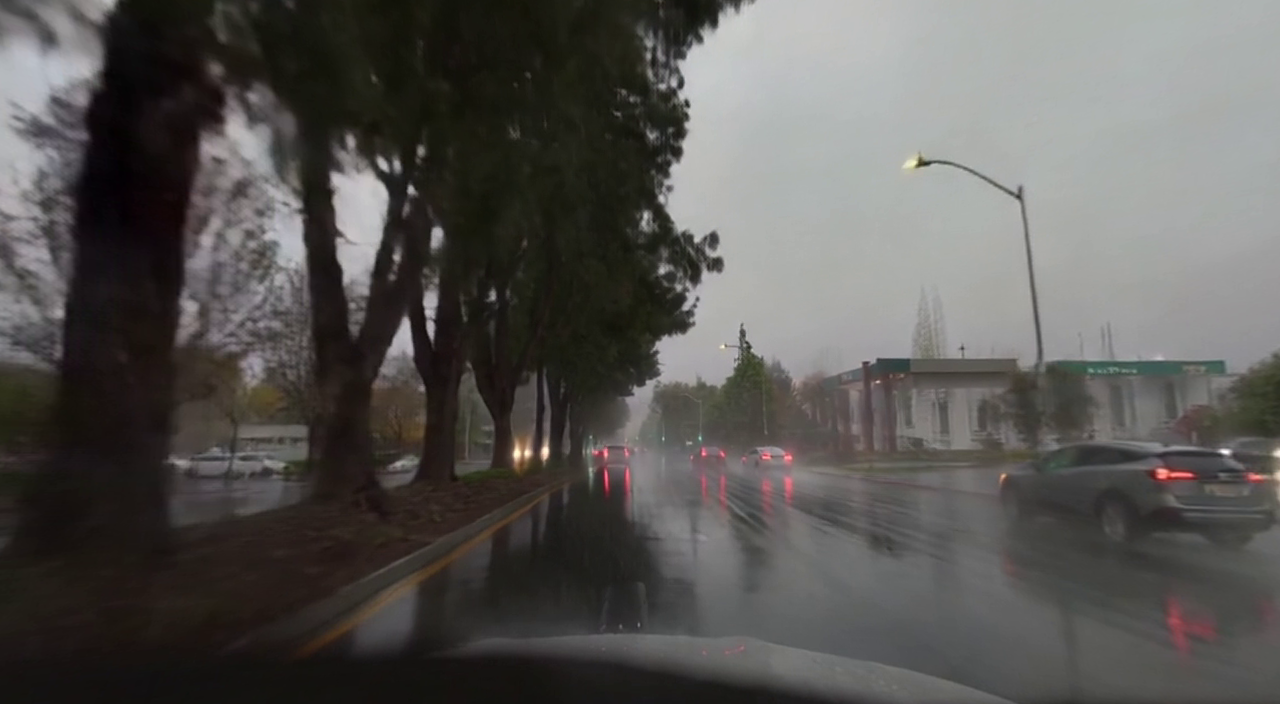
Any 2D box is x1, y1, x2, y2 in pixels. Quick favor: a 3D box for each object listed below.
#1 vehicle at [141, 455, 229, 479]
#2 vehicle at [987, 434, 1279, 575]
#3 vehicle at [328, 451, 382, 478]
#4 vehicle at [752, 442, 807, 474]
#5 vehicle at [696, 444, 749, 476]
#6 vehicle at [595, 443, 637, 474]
[{"bbox_3d":[-29.522,7.447,41.059,4.320,1.459,1.860,0,-8,3],"label":"vehicle"},{"bbox_3d":[7.335,1.993,9.220,1.888,1.508,4.646,0,-8,0],"label":"vehicle"},{"bbox_3d":[-20.065,7.903,44.722,2.013,1.655,4.604,-2,-8,-4],"label":"vehicle"},{"bbox_3d":[7.669,5.850,35.159,1.945,1.687,4.292,0,-8,-2],"label":"vehicle"},{"bbox_3d":[3.952,5.230,30.918,2.020,1.472,3.958,0,-8,-1],"label":"vehicle"},{"bbox_3d":[-1.254,5.510,32.900,2.077,1.477,3.897,0,-8,-2],"label":"vehicle"}]
